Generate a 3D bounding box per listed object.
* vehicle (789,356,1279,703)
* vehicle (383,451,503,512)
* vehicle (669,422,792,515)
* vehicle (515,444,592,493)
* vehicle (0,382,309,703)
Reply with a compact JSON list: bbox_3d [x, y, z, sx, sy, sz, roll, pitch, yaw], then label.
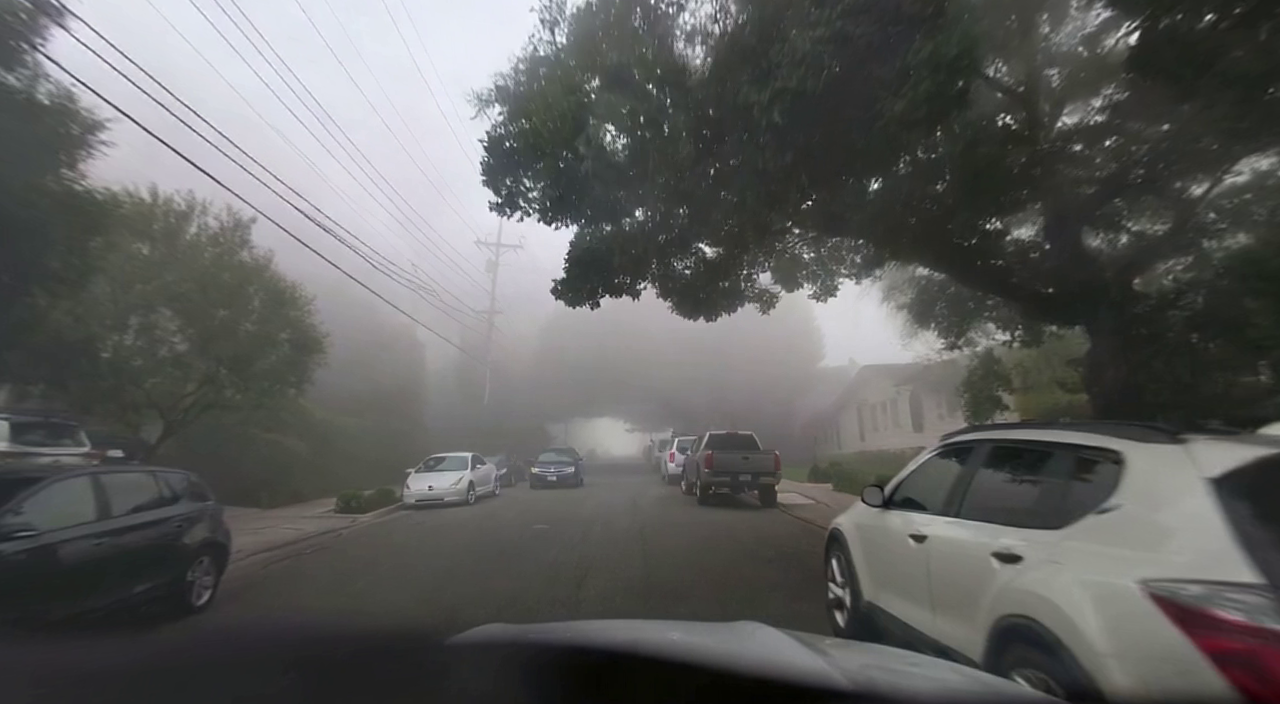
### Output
[{"bbox_3d":[2.296,0.987,2.695,2.034,1.530,4.790,0,-9,-1],"label":"vehicle"},{"bbox_3d":[-5.321,3.528,17.702,1.932,1.431,4.198,-1,-9,1],"label":"vehicle"},{"bbox_3d":[1.950,2.704,15.137,2.032,1.839,4.597,1,-9,-3],"label":"vehicle"},{"bbox_3d":[-2.911,4.030,22.334,2.060,1.525,4.876,0,-8,0],"label":"vehicle"},{"bbox_3d":[-4.589,1.259,4.408,2.110,1.875,4.603,0,-8,-1],"label":"vehicle"}]
